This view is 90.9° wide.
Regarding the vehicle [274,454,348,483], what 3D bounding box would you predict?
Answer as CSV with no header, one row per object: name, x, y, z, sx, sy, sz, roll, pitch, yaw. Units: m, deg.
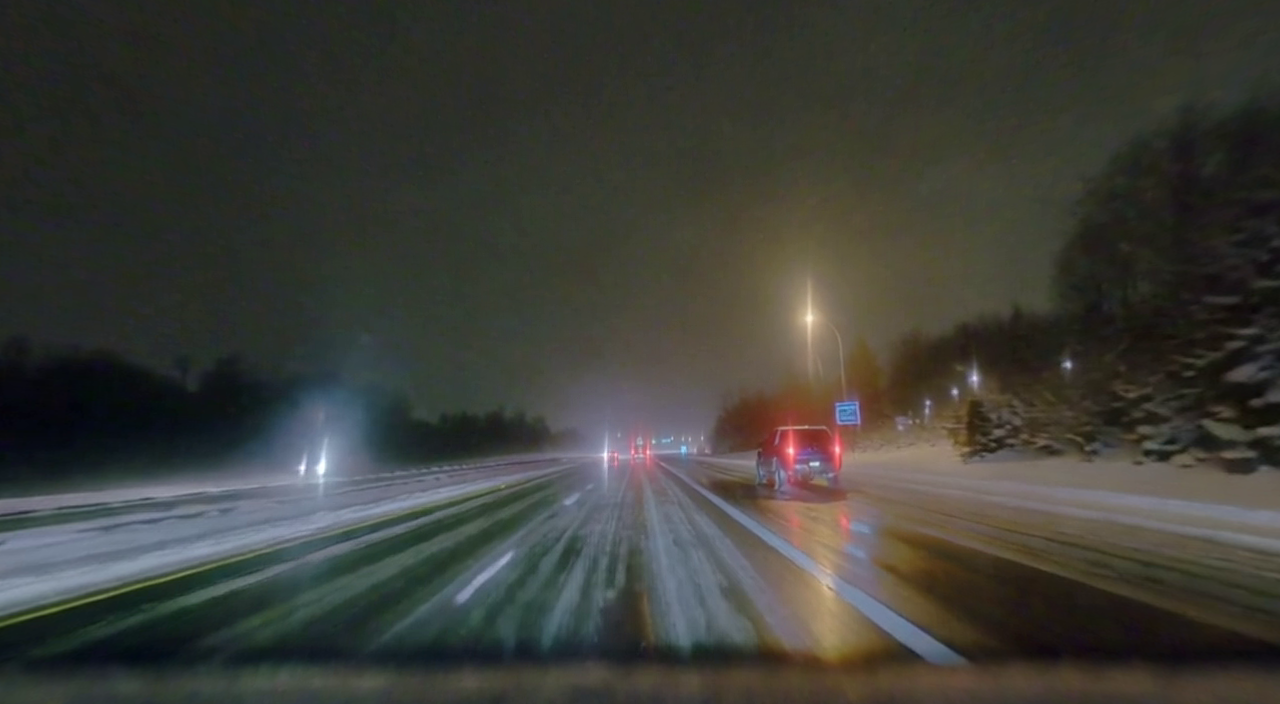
vehicle,-20.802,7.369,40.197,2.047,1.683,4.959,0,-8,0
